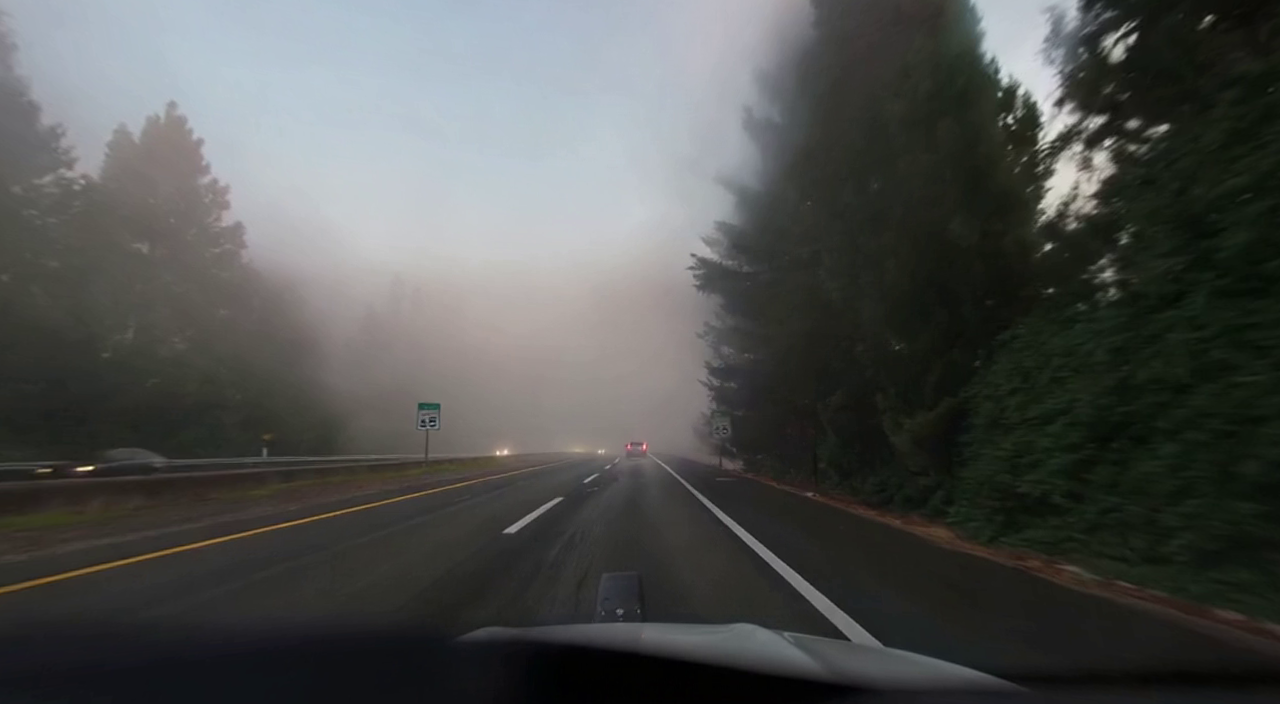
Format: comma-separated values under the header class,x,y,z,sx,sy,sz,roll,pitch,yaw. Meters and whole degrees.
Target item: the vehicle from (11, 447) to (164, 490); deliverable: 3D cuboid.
class,x,y,z,sx,sy,sz,roll,pitch,yaw
vehicle,-21.097,4.444,24.448,1.815,1.478,4.537,0,-9,0
